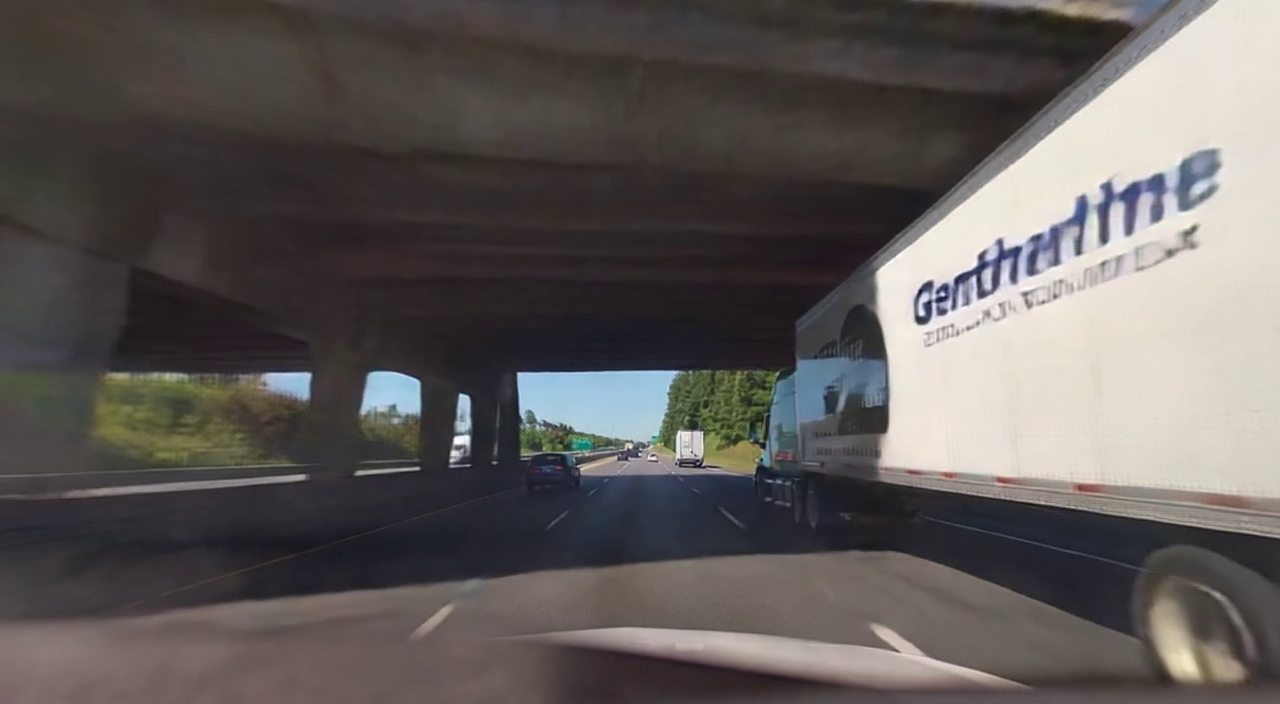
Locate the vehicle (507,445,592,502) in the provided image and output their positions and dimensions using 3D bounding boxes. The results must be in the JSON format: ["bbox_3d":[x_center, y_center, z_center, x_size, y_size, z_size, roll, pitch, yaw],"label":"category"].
[{"bbox_3d":[-2.723,3.782,20.000,1.960,1.579,4.384,0,-9,1],"label":"vehicle"}]

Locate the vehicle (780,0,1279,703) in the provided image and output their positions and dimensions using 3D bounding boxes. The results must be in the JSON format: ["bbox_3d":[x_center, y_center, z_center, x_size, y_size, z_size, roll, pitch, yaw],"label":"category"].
[{"bbox_3d":[4.631,0.417,7.012,2.858,3.952,13.731,0,-9,-1],"label":"vehicle"}]
